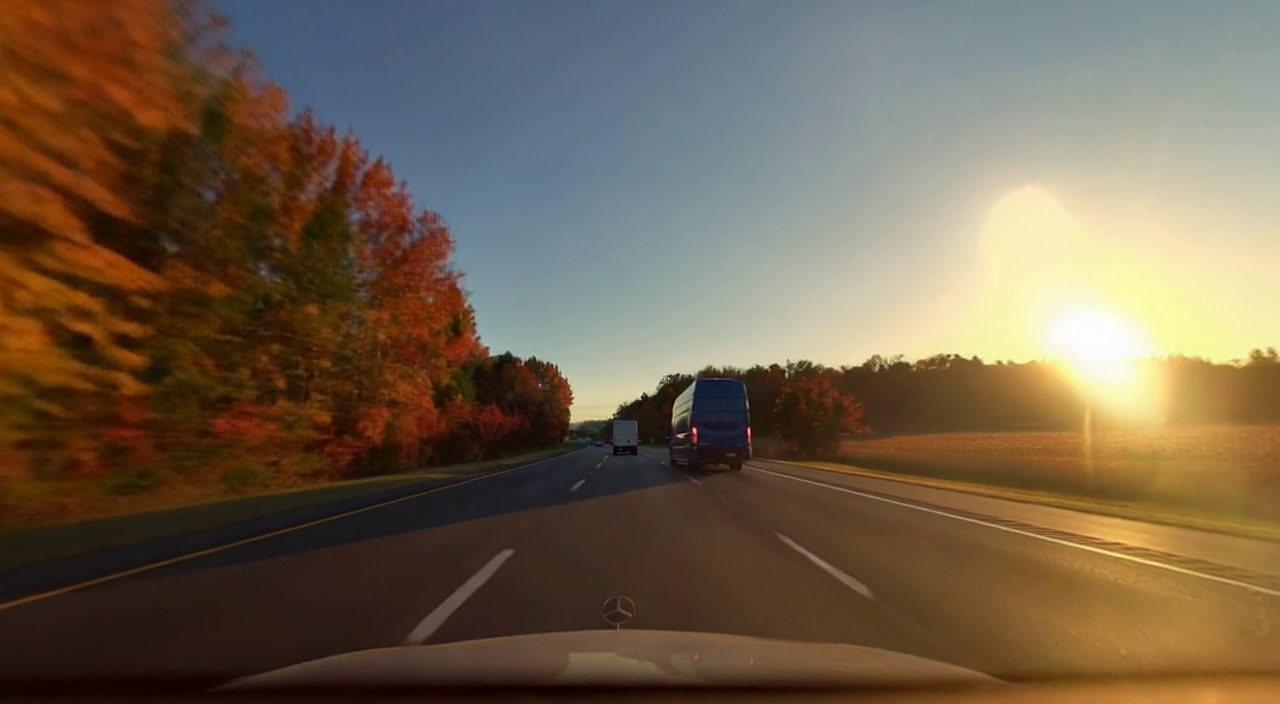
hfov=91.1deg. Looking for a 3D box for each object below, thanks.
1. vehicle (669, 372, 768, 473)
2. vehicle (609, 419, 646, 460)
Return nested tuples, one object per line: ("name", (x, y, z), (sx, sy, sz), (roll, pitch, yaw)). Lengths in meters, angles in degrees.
("vehicle", (3.466, 3.745, 32.172), (3.128, 4.087, 13.351), (0, -8, -1))
("vehicle", (-0.860, 6.100, 43.877), (2.389, 2.637, 5.437), (0, -8, -1))
